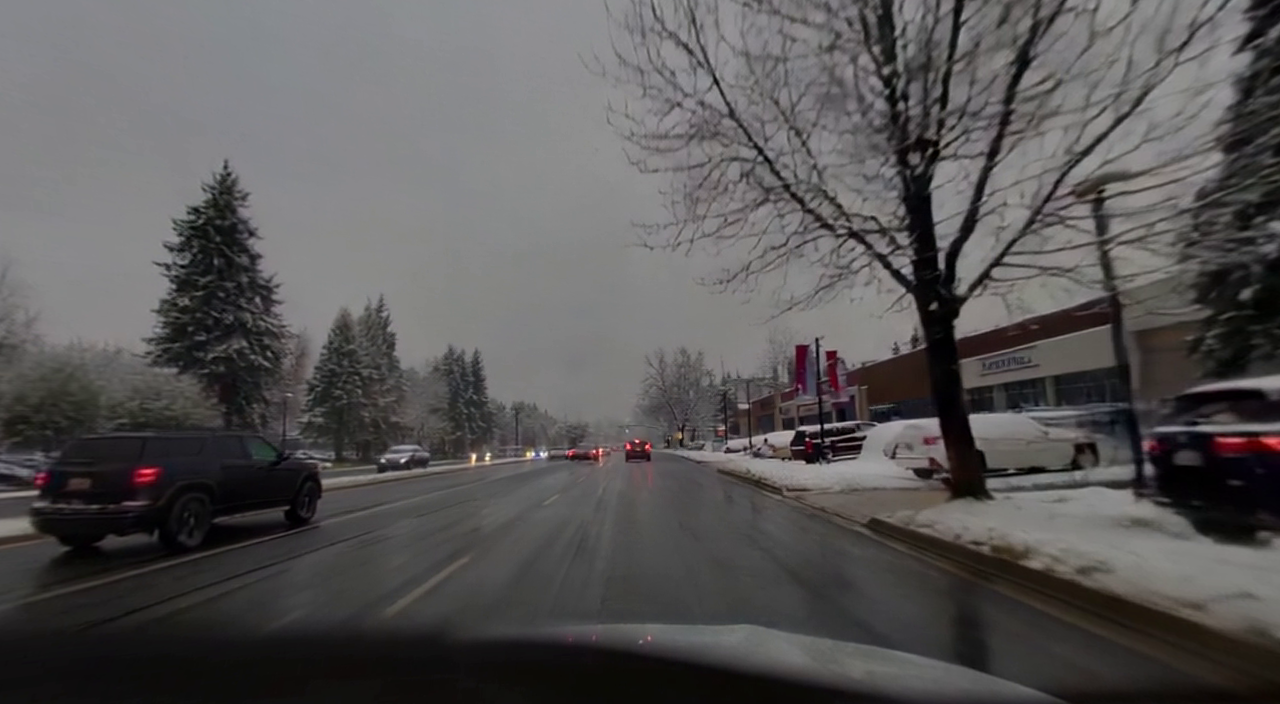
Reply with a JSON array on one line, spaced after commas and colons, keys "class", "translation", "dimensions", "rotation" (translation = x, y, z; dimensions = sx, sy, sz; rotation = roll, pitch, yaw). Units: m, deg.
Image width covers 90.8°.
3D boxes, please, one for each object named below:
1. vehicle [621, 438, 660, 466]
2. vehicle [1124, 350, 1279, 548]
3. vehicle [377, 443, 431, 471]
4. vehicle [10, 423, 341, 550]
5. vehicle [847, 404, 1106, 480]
[{"class": "vehicle", "translation": [-0.049, 5.597, 35.405], "dimensions": [2.061, 1.469, 3.954], "rotation": [0, -9, -2]}, {"class": "vehicle", "translation": [8.721, 0.928, 6.295], "dimensions": [5.895, 1.980, 2.315], "rotation": [-7, -11, 33]}, {"class": "vehicle", "translation": [-16.497, 7.352, 44.396], "dimensions": [2.127, 1.716, 4.548], "rotation": [-4, -8, -1]}, {"class": "vehicle", "translation": [-7.224, 2.116, 10.689], "dimensions": [2.038, 1.649, 4.665], "rotation": [0, -9, 0]}, {"class": "vehicle", "translation": [9.294, 2.552, 17.929], "dimensions": [5.976, 1.994, 2.295], "rotation": [0, -8, 0]}]
